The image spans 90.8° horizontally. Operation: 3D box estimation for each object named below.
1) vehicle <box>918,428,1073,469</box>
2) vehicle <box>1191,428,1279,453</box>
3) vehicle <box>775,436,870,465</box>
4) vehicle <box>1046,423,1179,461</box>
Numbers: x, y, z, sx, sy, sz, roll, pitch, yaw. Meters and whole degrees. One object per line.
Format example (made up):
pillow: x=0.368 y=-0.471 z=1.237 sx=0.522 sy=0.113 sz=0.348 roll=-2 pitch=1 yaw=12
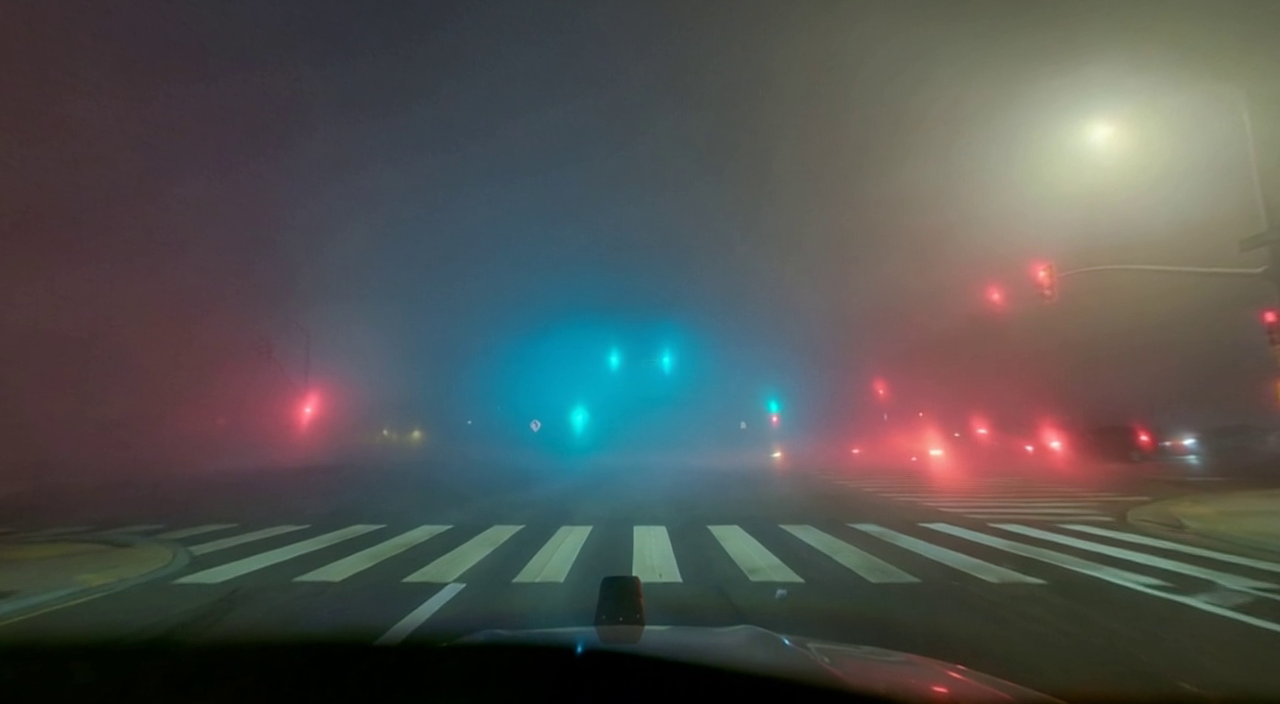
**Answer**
vehicle: x=13.706 y=3.743 z=24.559 sx=4.916 sy=1.504 sz=1.846 roll=0 pitch=-9 yaw=-1
vehicle: x=42.250 y=6.254 z=44.521 sx=2.037 sy=1.614 sz=5.175 roll=0 pitch=-9 yaw=0
vehicle: x=8.574 y=4.673 z=29.977 sx=4.046 sy=1.306 sz=1.719 roll=-1 pitch=-9 yaw=5
vehicle: x=22.355 y=4.281 z=30.040 sx=4.571 sy=1.698 sz=1.977 roll=-1 pitch=-9 yaw=3
